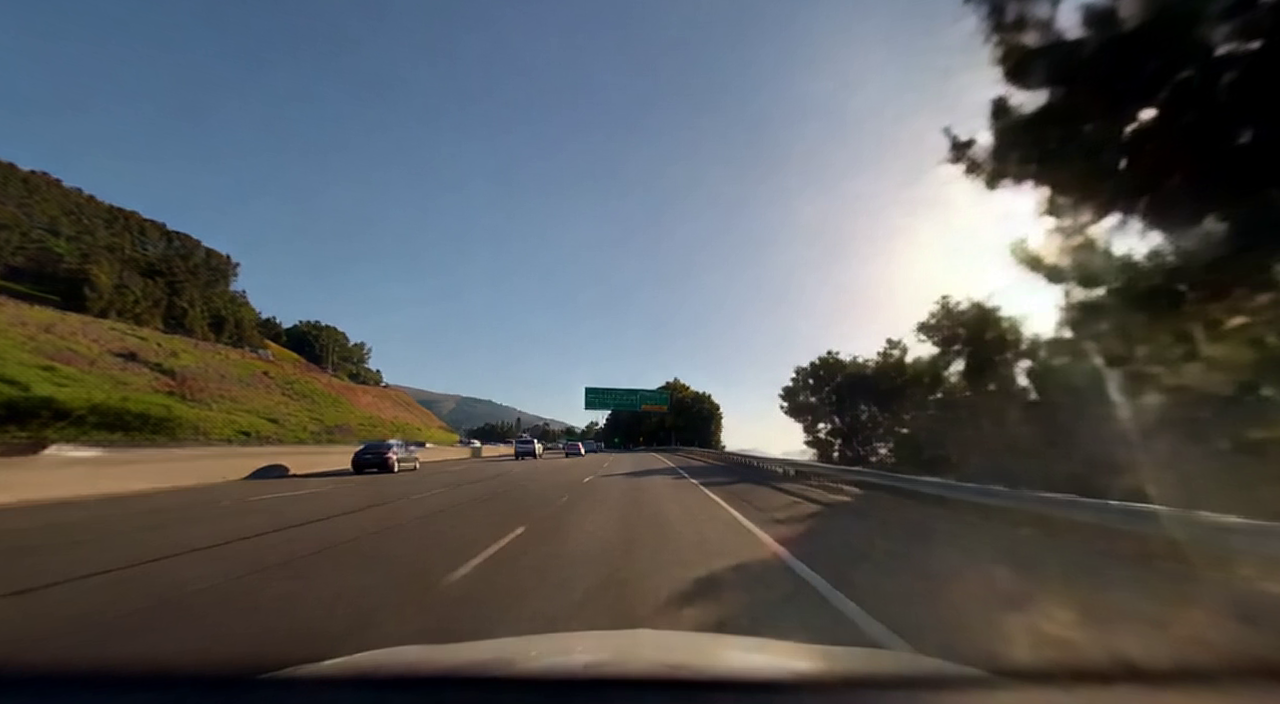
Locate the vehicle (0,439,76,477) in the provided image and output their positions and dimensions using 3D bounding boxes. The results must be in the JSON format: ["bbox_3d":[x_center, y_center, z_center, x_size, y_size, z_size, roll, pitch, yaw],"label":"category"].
[{"bbox_3d":[-29.237,4.885,29.107,1.881,1.635,4.610,1,-8,0],"label":"vehicle"}]

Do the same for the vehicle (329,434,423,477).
[{"bbox_3d":[-11.062,4.352,26.703,2.001,1.625,4.528,0,-8,0],"label":"vehicle"}]
